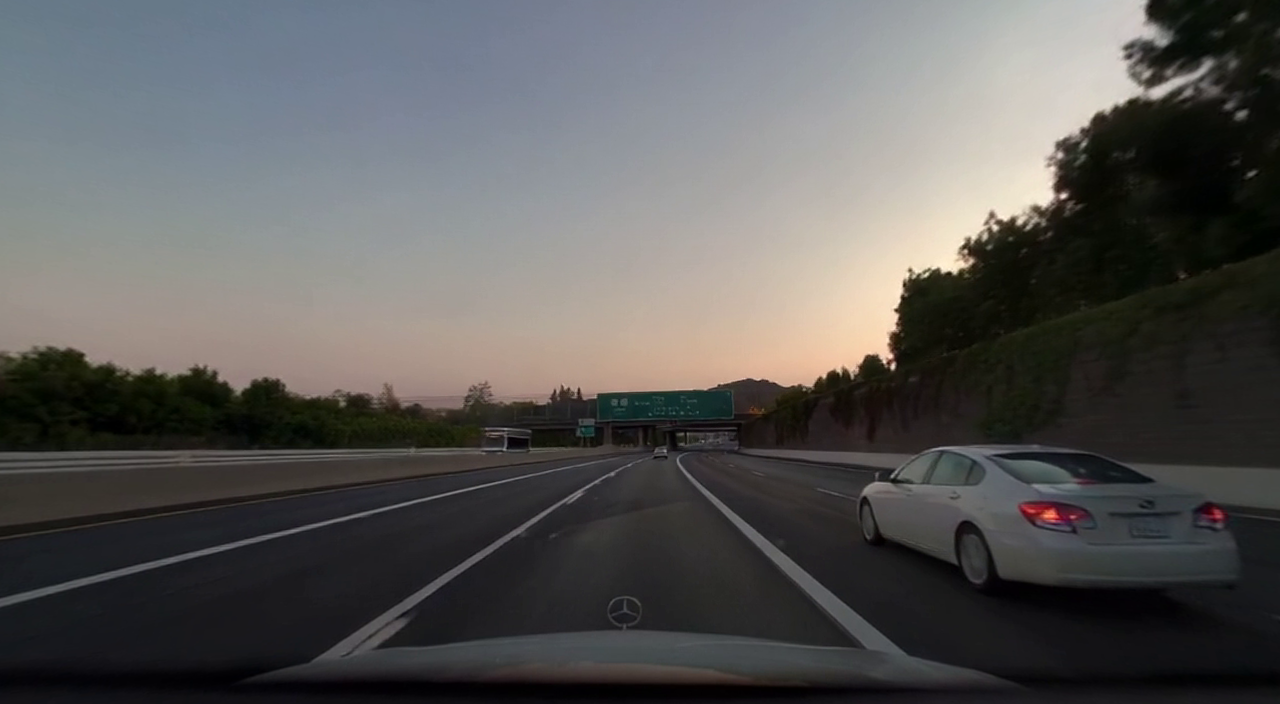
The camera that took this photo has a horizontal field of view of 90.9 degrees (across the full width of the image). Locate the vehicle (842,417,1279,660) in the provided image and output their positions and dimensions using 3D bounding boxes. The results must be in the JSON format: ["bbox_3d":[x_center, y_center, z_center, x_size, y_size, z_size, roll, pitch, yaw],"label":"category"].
[{"bbox_3d":[3.793,1.511,6.329,1.999,1.492,4.673,0,-8,0],"label":"vehicle"}]
